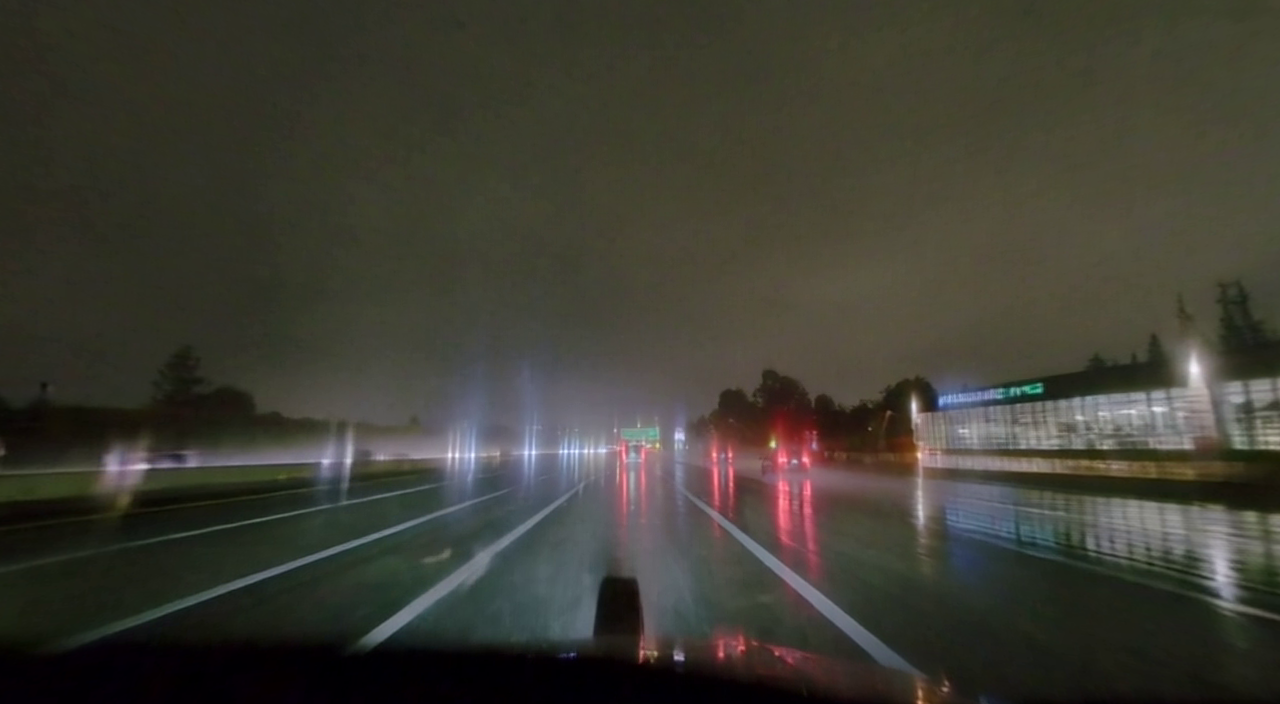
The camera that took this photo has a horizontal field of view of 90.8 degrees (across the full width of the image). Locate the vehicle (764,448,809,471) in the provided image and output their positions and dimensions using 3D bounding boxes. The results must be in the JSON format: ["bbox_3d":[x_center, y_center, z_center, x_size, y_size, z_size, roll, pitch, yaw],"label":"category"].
[{"bbox_3d":[10.085,7.412,43.907,1.953,1.473,4.512,0,-9,-2],"label":"vehicle"}]

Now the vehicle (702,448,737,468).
[{"bbox_3d":[6.161,8.269,49.618,1.976,1.477,4.448,0,-9,-2],"label":"vehicle"}]

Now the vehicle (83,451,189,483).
[{"bbox_3d":[-26.598,6.065,33.590,1.926,1.522,4.600,0,-9,-2],"label":"vehicle"}]

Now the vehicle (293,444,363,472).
[{"bbox_3d":[-19.332,6.551,39.364,2.004,1.635,4.865,0,-9,-2],"label":"vehicle"}]
